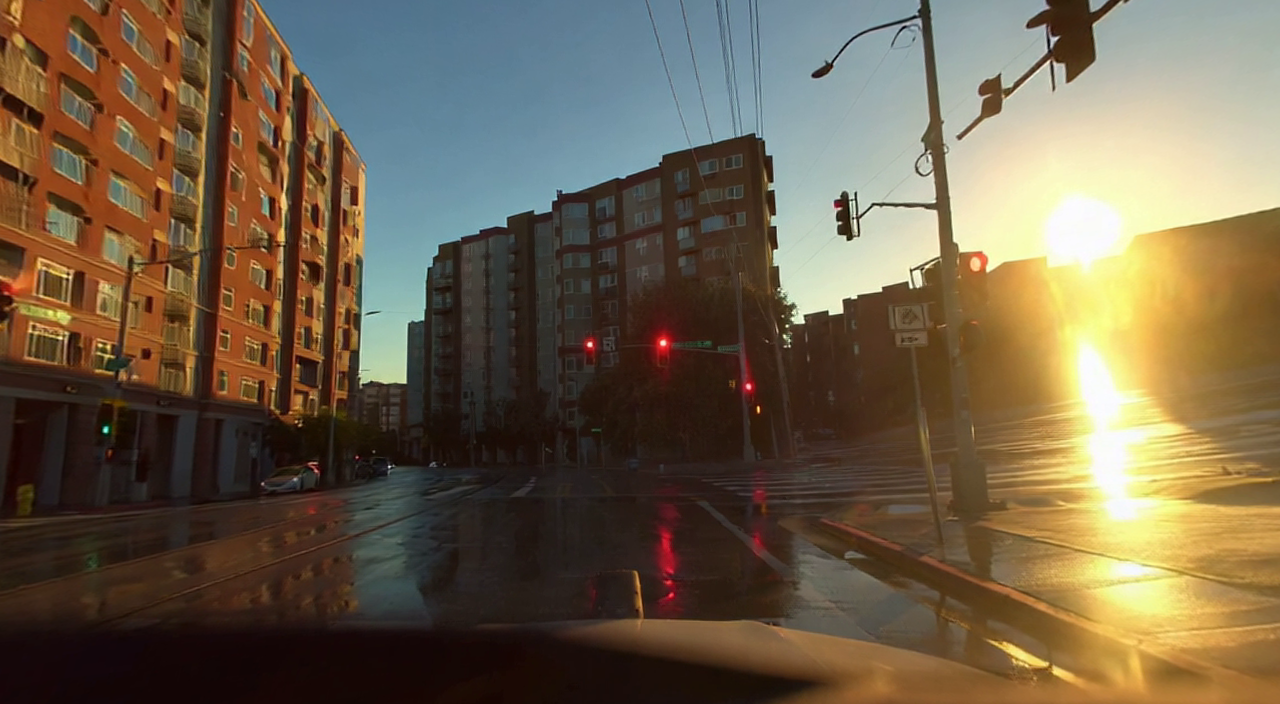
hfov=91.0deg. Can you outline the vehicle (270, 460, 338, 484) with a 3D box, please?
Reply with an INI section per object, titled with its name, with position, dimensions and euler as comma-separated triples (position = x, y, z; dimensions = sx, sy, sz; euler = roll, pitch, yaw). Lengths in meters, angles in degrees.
[vehicle]
position = -24.653, 8.806, 46.281
dimensions = 3.882, 1.600, 1.768
euler = 0, -9, 1
